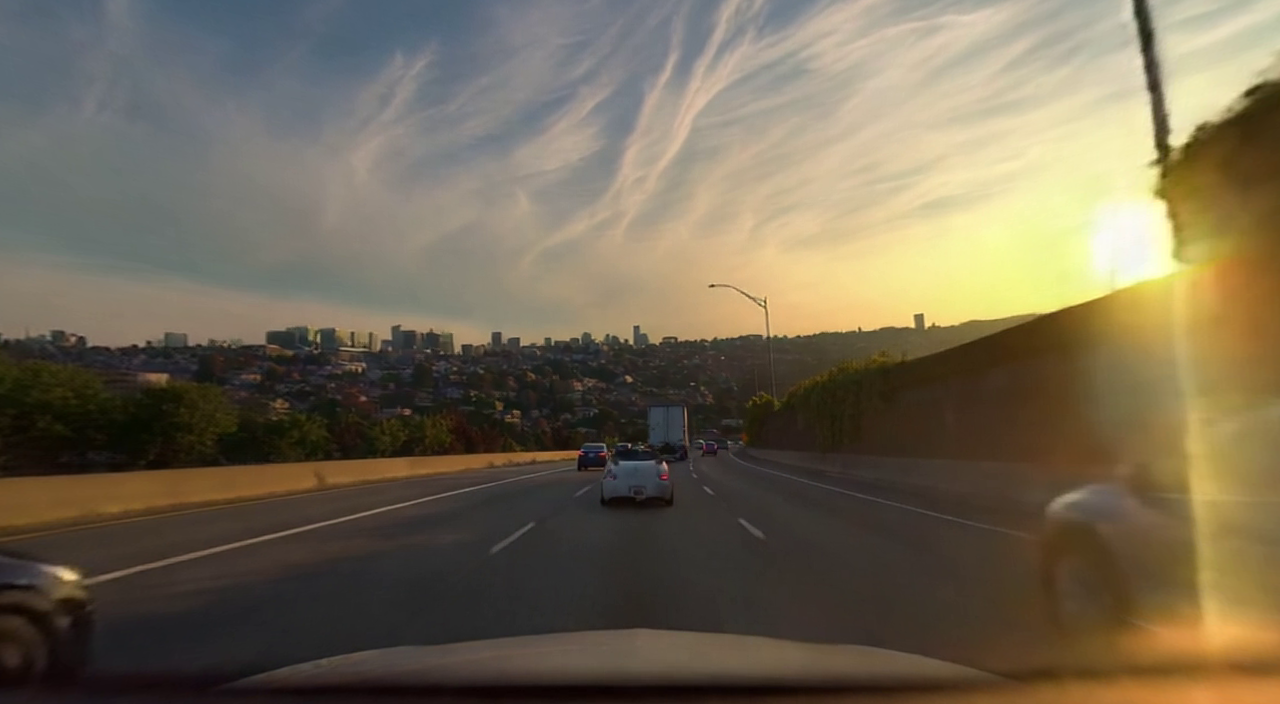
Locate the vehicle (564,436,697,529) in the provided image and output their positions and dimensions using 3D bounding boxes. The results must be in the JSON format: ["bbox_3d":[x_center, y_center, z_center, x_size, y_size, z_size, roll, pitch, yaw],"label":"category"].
[{"bbox_3d":[-0.118,2.427,12.276,2.136,1.470,3.971,0,-9,1],"label":"vehicle"}]

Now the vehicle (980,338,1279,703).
[{"bbox_3d":[3.568,0.746,2.208,2.166,1.666,4.618,0,-9,0],"label":"vehicle"}]

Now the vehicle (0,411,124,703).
[{"bbox_3d":[-3.790,0.700,0.716,2.130,1.474,5.027,0,-9,1],"label":"vehicle"}]
